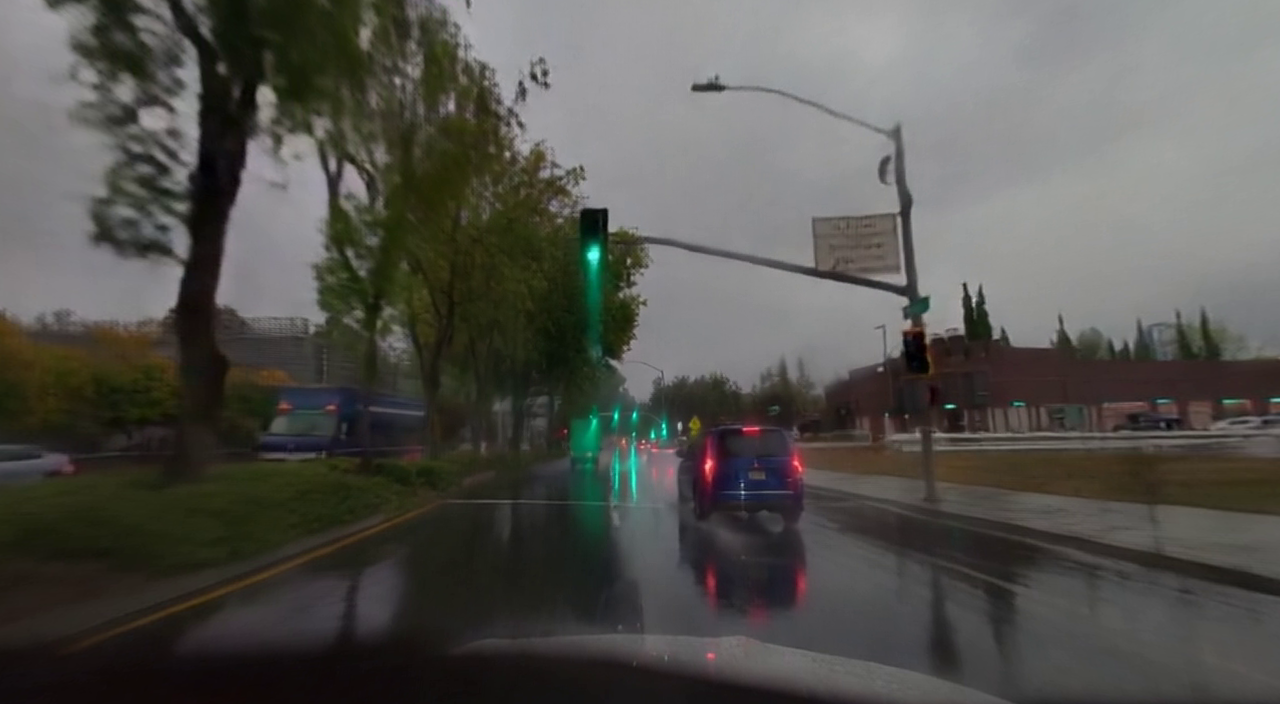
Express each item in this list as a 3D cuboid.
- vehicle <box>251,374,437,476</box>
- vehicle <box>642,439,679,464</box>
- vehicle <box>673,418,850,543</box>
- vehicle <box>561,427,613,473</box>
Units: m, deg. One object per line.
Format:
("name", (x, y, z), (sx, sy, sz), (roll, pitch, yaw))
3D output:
("vehicle", (-12.786, 3.539, 29.152), (3.206, 3.740, 11.455), (0, -9, -1))
("vehicle", (1.341, 6.933, 44.105), (2.248, 1.692, 4.252), (1, -9, -3))
("vehicle", (1.757, 2.052, 10.669), (1.965, 1.671, 4.146), (1, -9, -3))
("vehicle", (-2.531, 4.842, 31.269), (2.228, 2.054, 4.309), (0, -9, -1))
